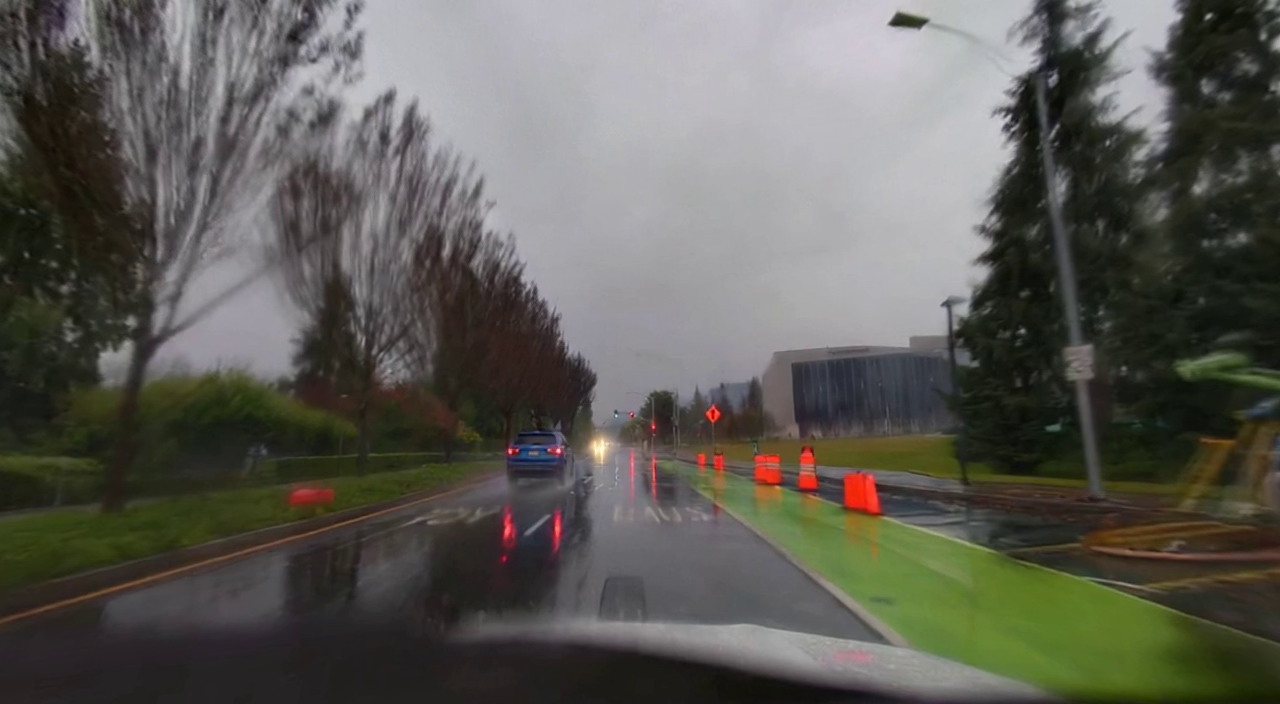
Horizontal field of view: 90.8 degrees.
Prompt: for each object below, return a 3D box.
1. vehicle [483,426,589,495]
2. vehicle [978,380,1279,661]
[{"bbox_3d":[-2.935,3.194,18.989,2.339,1.790,4.629,0,-8,1],"label":"vehicle"},{"bbox_3d":[5.392,1.264,5.461,2.810,1.722,3.834,-1,-8,1],"label":"vehicle"}]
